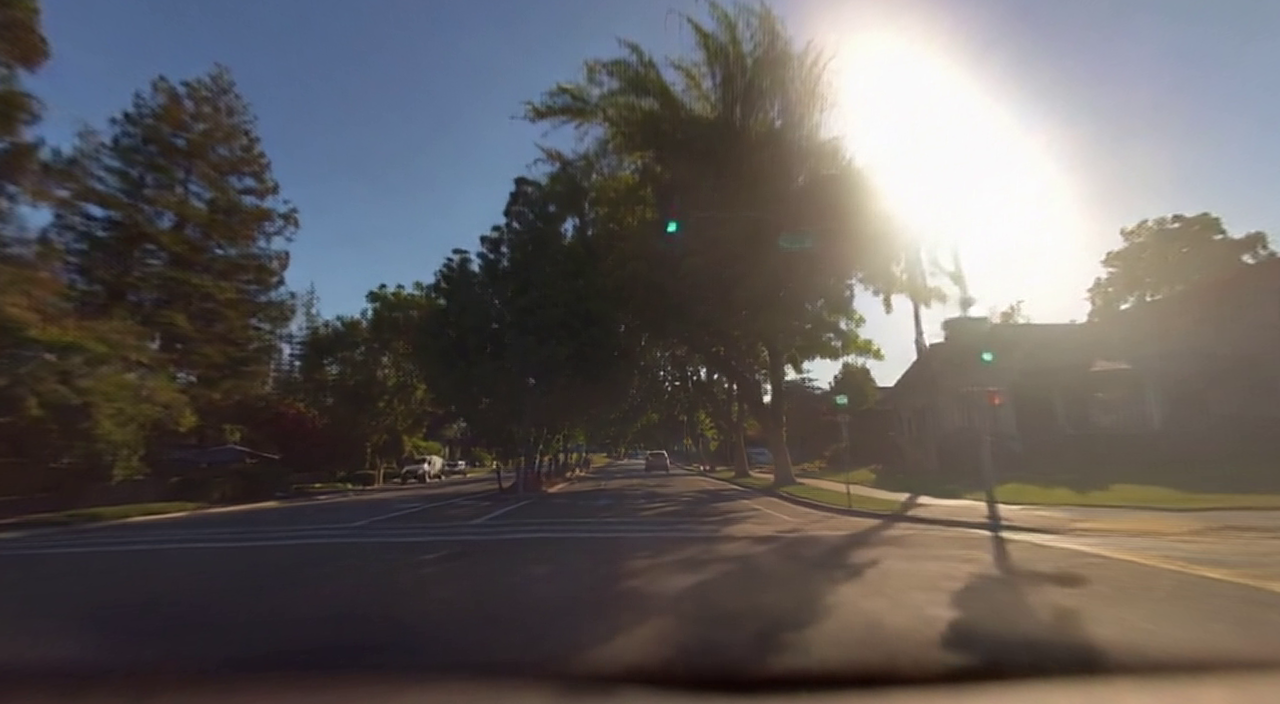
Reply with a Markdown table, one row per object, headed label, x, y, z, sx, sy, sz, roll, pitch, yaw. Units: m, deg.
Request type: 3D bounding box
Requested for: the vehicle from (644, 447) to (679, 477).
| label | x | y | z | sx | sy | sz | roll | pitch | yaw |
| --- | --- | --- | --- | --- | --- | --- | --- | --- | --- |
| vehicle | 1.351 | 7.152 | 41.368 | 2.215 | 1.799 | 4.426 | 0 | -9 | 0 |
